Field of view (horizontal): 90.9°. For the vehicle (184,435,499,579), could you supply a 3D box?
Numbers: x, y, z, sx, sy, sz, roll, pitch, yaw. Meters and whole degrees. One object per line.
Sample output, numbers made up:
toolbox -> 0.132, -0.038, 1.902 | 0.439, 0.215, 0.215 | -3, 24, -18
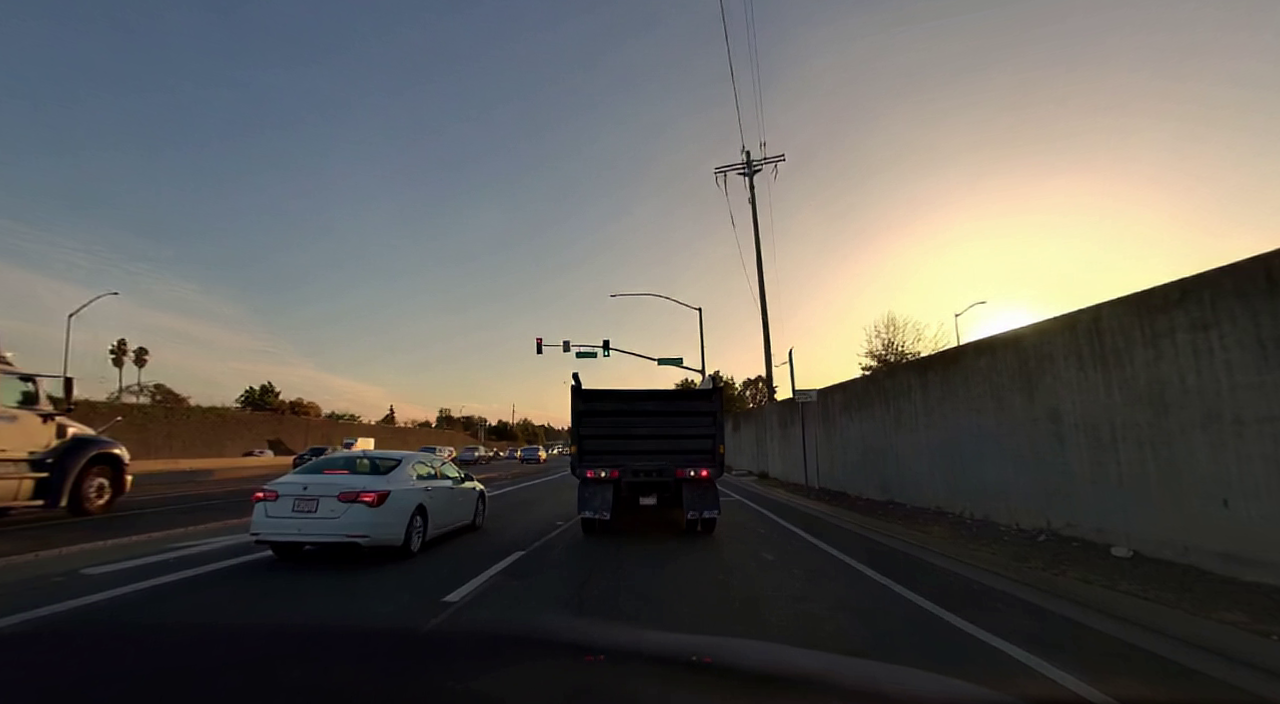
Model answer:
vehicle -> -3.672, 1.983, 9.091 | 2.019, 1.480, 4.966 | 0, -8, 1

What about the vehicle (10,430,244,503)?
vehicle -> -16.984, 3.821, 21.616 | 2.475, 2.090, 6.394 | -1, -8, 2

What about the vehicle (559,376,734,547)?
vehicle -> 0.109, 1.878, 11.302 | 2.355, 2.305, 5.336 | 0, -8, 0
